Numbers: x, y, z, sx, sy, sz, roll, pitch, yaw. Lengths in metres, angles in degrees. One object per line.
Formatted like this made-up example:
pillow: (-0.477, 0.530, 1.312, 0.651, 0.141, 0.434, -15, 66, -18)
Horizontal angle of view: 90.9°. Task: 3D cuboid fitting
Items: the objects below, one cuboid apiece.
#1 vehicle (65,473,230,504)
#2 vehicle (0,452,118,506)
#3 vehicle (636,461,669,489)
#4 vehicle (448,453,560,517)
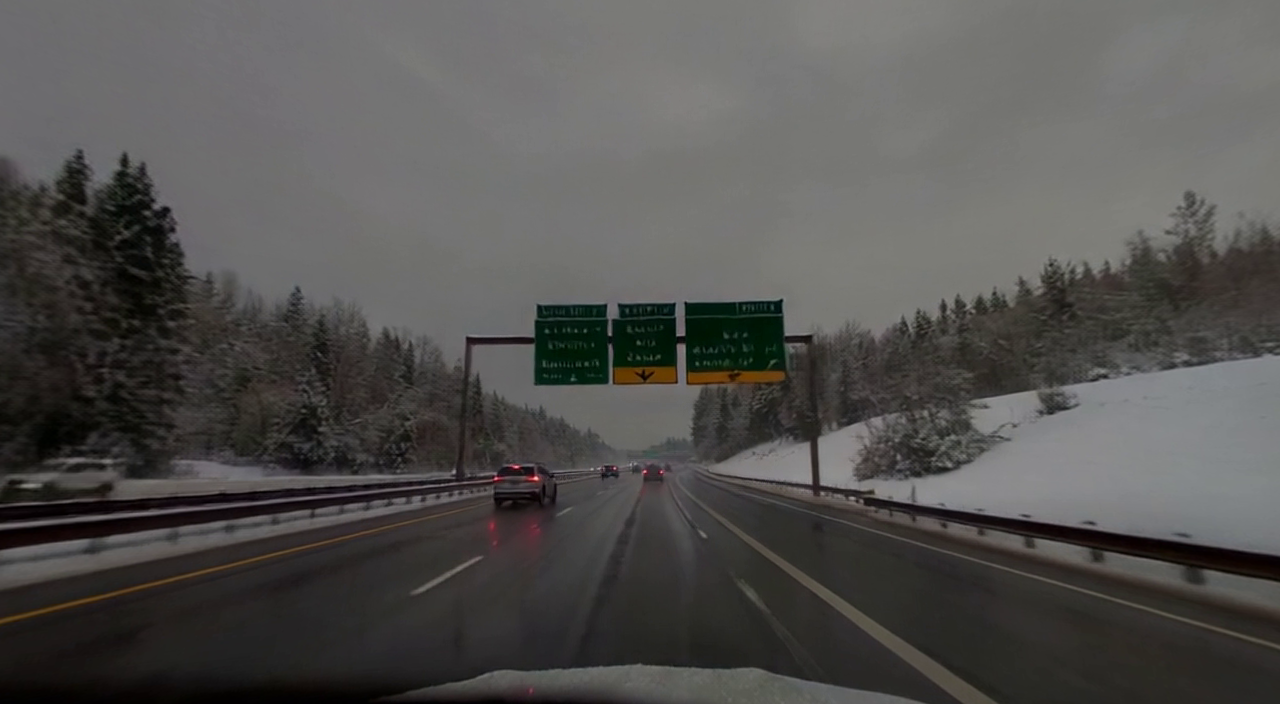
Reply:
vehicle: (-22.081, 6.159, 28.784, 2.307, 1.181, 6.414, 1, -10, 2)
vehicle: (-22.125, 4.525, 22.670, 1.950, 1.762, 5.268, 1, -10, 2)
vehicle: (0.863, 7.861, 40.326, 2.000, 1.594, 3.996, 1, -10, 3)
vehicle: (-3.721, 3.778, 18.201, 2.063, 1.556, 4.740, 1, -10, 1)
